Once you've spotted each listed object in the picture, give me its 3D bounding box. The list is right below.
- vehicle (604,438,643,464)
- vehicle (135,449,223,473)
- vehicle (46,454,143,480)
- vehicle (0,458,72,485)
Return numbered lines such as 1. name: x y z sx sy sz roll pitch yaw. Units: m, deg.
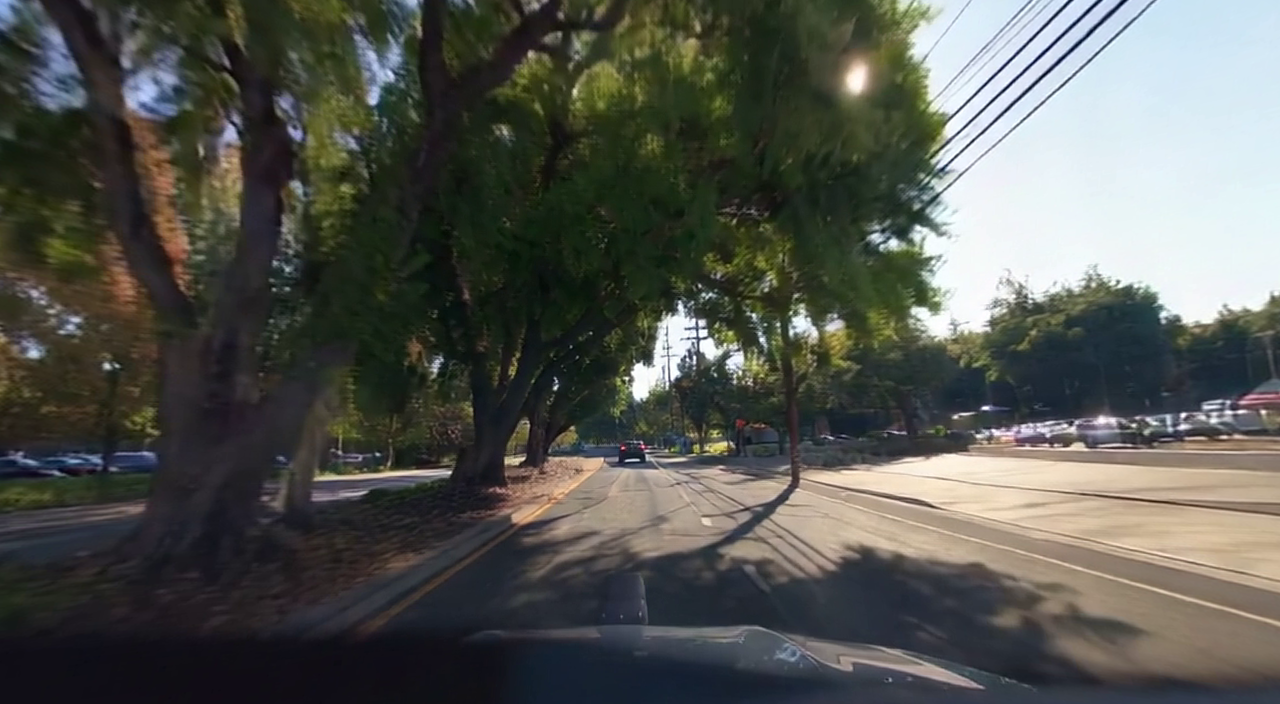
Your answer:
1. vehicle: -1.251 7.107 45.403 2.240 1.704 4.374 1 -9 -8
2. vehicle: -34.087 8.070 46.832 4.764 1.722 2.198 0 -9 0
3. vehicle: -33.595 7.072 38.959 4.323 1.523 1.900 0 -7 3
4. vehicle: -33.663 6.420 34.038 4.186 1.373 2.055 -1 -9 3
